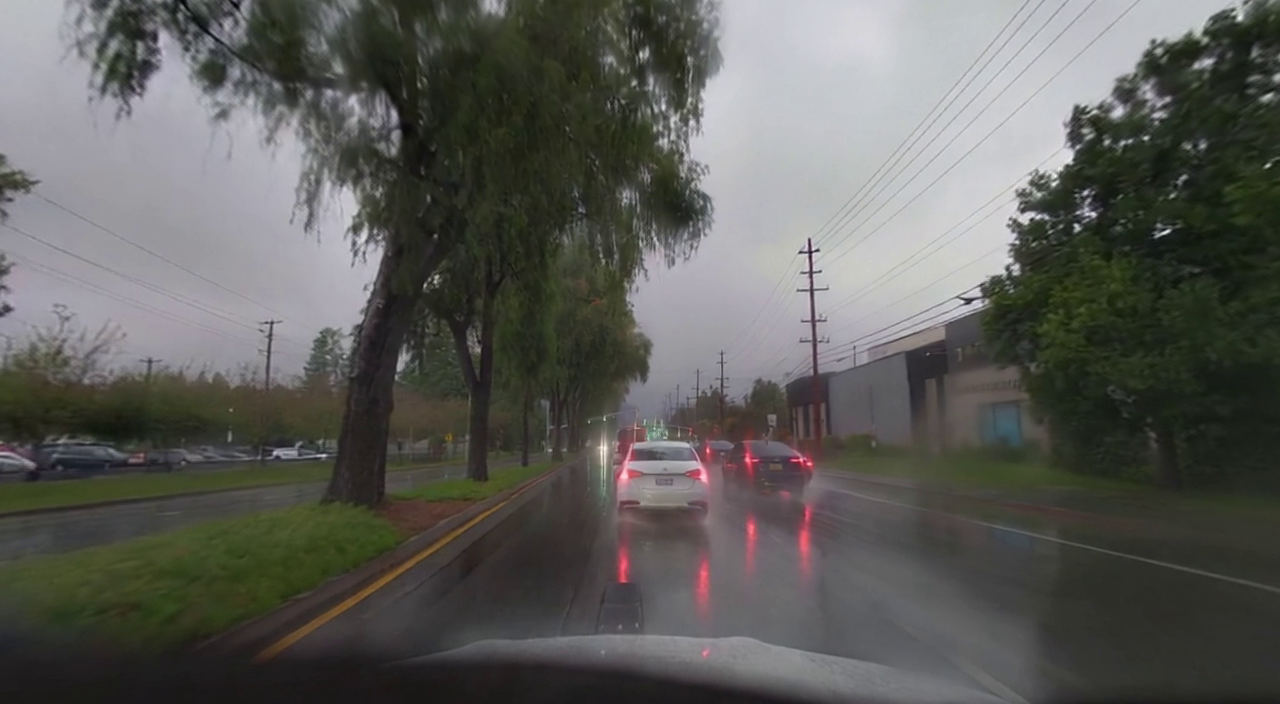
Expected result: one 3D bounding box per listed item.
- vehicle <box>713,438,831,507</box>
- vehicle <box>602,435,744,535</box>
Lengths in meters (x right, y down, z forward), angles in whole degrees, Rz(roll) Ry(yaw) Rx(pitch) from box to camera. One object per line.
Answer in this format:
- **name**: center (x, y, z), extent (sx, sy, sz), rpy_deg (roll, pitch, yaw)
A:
- **vehicle**: center (3.148, 2.950, 15.919), extent (1.985, 1.489, 4.036), rpy_deg (0, -8, -2)
- **vehicle**: center (0.419, 2.307, 11.574), extent (2.144, 1.473, 4.028), rpy_deg (0, -8, -2)
